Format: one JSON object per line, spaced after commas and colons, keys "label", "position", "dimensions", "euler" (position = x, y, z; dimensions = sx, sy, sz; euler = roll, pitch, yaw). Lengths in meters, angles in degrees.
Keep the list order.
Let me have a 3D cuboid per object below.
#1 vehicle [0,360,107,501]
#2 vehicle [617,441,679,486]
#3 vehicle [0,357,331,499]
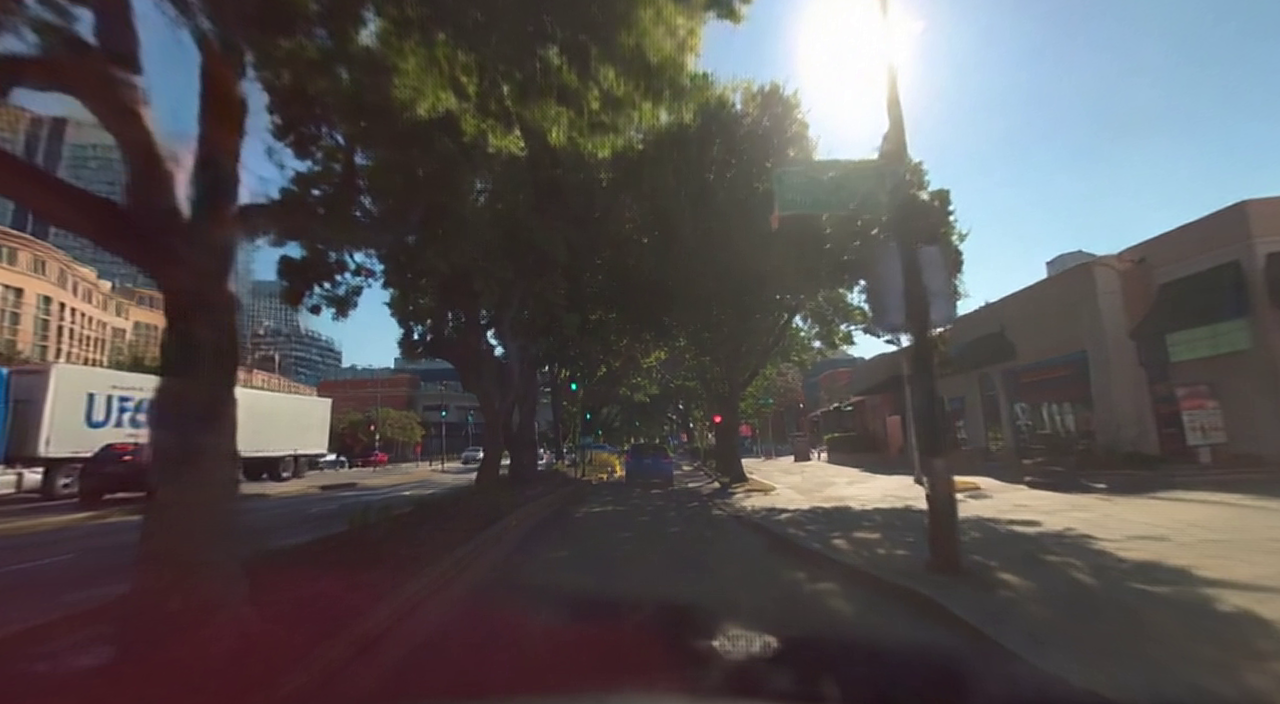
{"label": "vehicle", "position": [-19.784, 2.220, 17.890], "dimensions": [3.045, 3.961, 6.104], "euler": [-3, -9, 19]}
{"label": "vehicle", "position": [0.336, 3.937, 22.660], "dimensions": [2.006, 1.470, 3.799], "euler": [0, -8, 2]}
{"label": "vehicle", "position": [-17.596, 3.024, 23.808], "dimensions": [2.792, 4.025, 11.784], "euler": [-3, -9, 20]}
